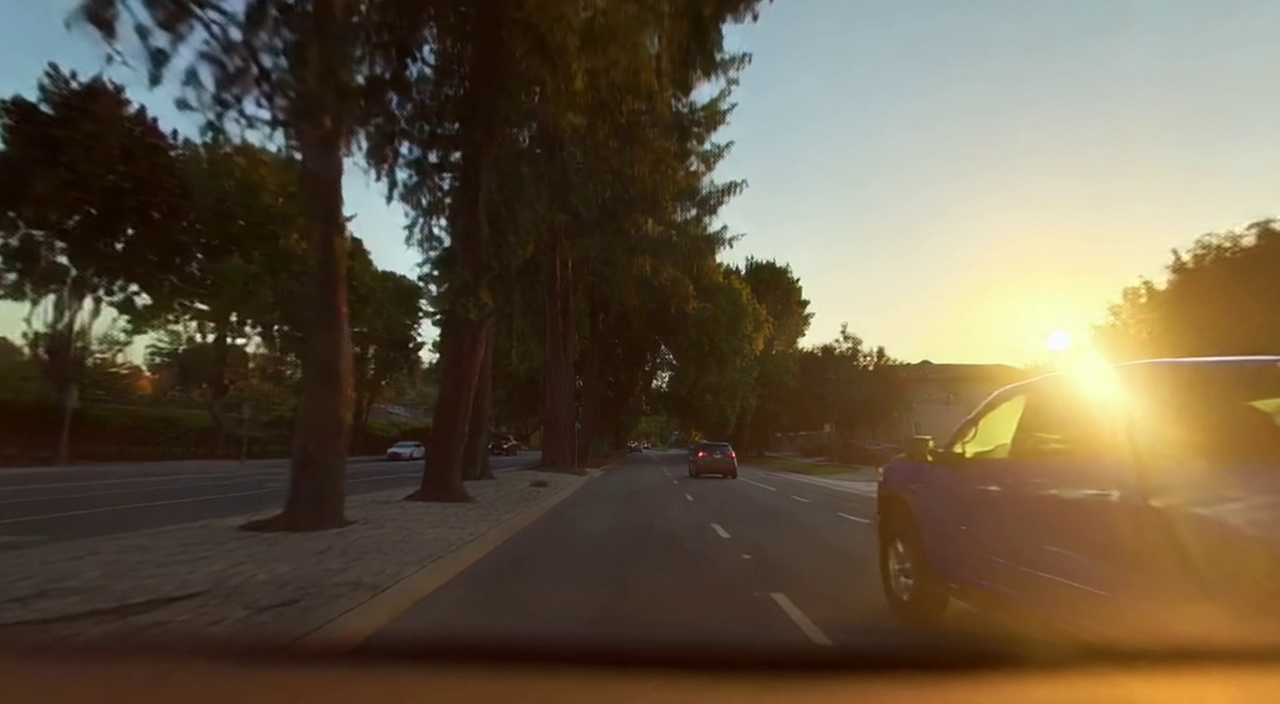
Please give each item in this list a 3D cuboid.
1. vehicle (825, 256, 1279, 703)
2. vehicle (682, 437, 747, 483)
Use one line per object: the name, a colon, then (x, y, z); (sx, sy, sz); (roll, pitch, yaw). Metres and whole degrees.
vehicle: (3.095, 0.921, 3.223); (2.553, 1.942, 5.679); (0, -8, 0)
vehicle: (2.985, 4.449, 26.260); (2.108, 1.712, 4.616); (0, -8, -1)
